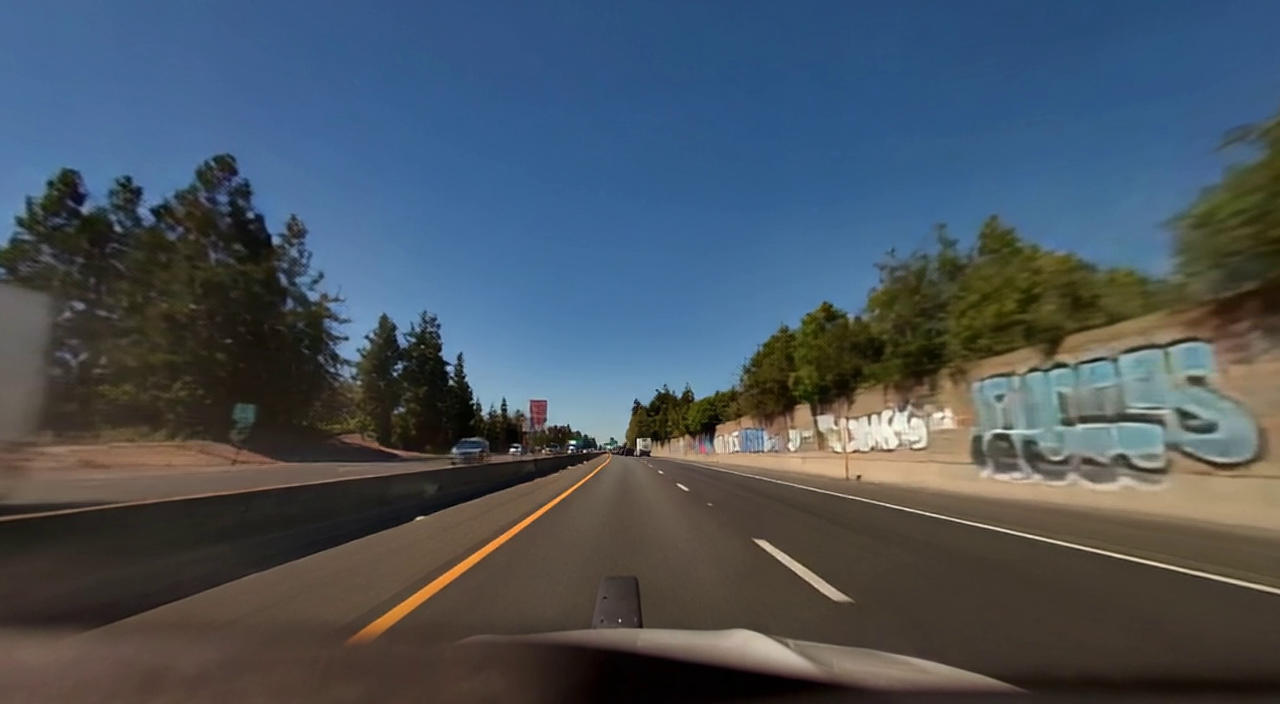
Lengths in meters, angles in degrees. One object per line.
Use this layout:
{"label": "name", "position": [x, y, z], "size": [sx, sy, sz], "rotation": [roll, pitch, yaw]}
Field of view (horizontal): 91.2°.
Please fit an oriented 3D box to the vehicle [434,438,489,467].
{"label": "vehicle", "position": [-9.873, 5.609, 34.997], "size": [1.916, 1.507, 4.373], "rotation": [0, -9, -1]}
